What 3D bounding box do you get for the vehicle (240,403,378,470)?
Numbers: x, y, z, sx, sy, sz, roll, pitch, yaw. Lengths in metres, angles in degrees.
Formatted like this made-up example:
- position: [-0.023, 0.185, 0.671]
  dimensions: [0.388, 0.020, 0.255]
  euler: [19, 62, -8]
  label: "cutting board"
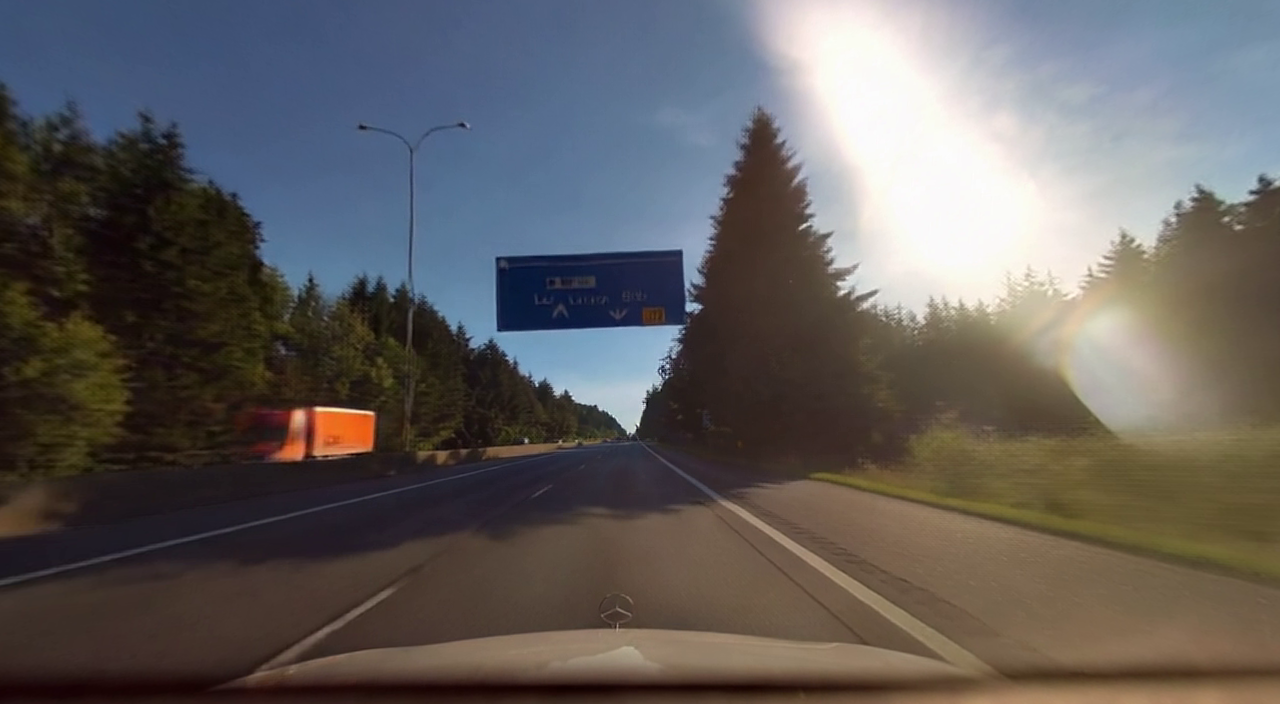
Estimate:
- position: [-18.061, 4.750, 35.252]
  dimensions: [2.904, 3.267, 8.867]
  euler: [0, -8, 0]
  label: "vehicle"
